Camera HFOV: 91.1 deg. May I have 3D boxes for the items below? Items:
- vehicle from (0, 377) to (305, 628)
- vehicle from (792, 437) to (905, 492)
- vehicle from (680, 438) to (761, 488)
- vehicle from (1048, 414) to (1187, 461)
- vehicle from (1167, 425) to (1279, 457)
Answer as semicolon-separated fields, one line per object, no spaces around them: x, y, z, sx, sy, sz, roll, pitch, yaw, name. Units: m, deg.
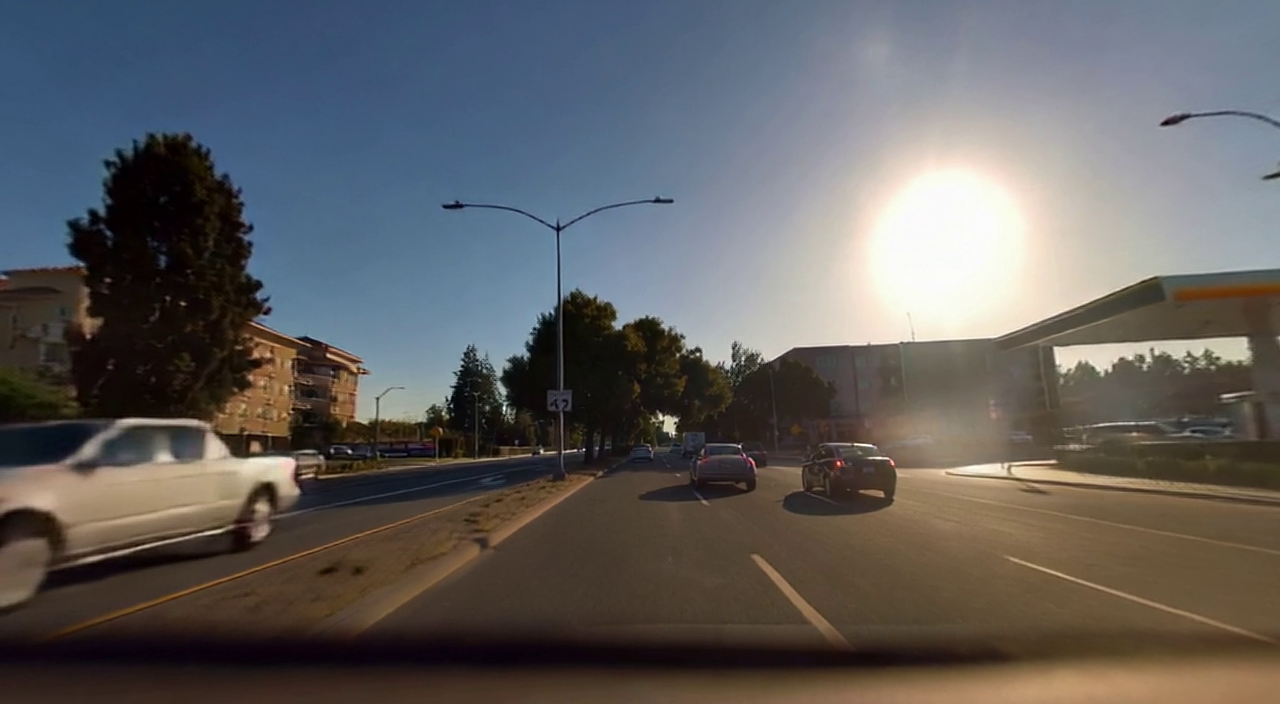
-5.553;1.258;5.723;2.016;1.770;5.300;0;-8;1;vehicle
6.297;3.421;19.584;1.918;1.484;4.456;0;-8;-1;vehicle
2.535;3.627;20.940;1.971;1.479;4.493;0;-8;-2;vehicle
23.808;4.344;31.735;2.152;2.069;6.067;-2;-8;-1;vehicle
29.264;4.481;31.617;1.933;1.463;4.033;0;-8;1;vehicle
